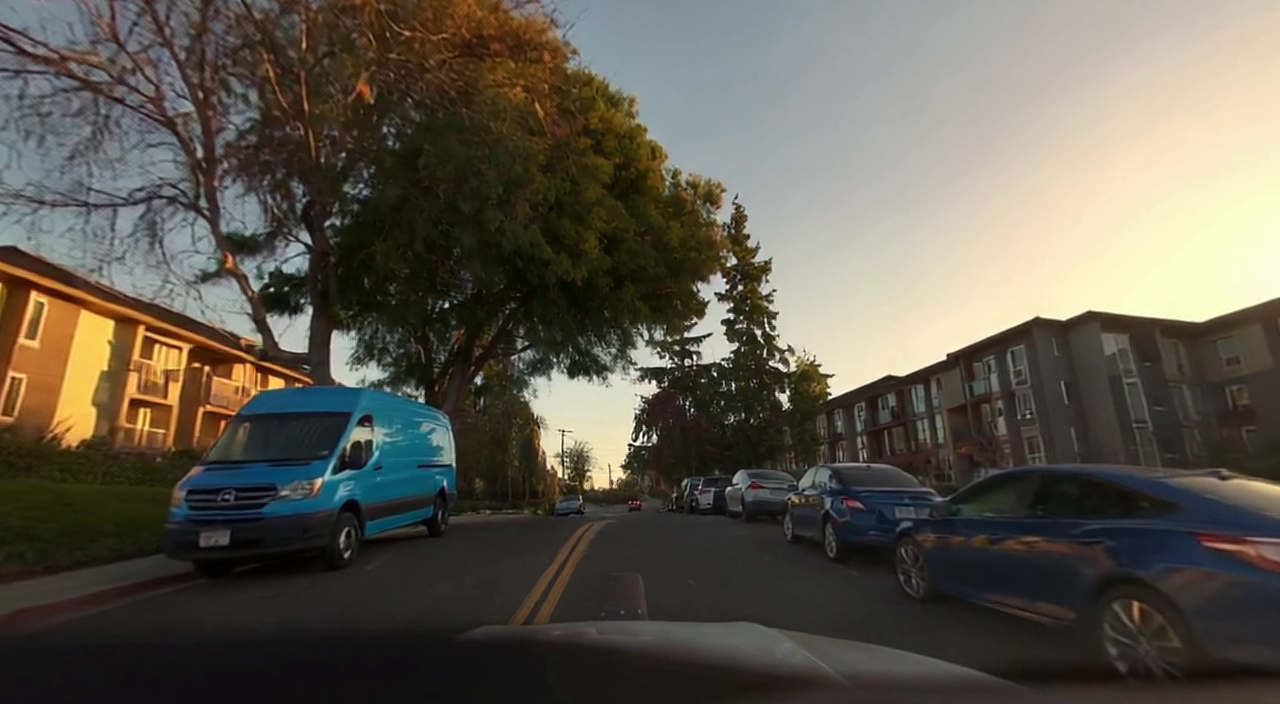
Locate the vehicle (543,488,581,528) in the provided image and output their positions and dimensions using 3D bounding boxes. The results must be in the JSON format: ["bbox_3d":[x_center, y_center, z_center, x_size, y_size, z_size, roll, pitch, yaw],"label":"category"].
[{"bbox_3d":[-5.093,10.219,41.610,2.090,1.674,4.457,-4,-4,-3],"label":"vehicle"}]

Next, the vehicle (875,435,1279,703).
[{"bbox_3d":[3.270,1.302,4.057,1.827,1.436,4.322,0,-9,0],"label":"vehicle"}]

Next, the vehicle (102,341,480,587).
[{"bbox_3d":[-4.761,1.744,10.566,2.546,2.664,6.863,-2,-9,-1],"label":"vehicle"}]
